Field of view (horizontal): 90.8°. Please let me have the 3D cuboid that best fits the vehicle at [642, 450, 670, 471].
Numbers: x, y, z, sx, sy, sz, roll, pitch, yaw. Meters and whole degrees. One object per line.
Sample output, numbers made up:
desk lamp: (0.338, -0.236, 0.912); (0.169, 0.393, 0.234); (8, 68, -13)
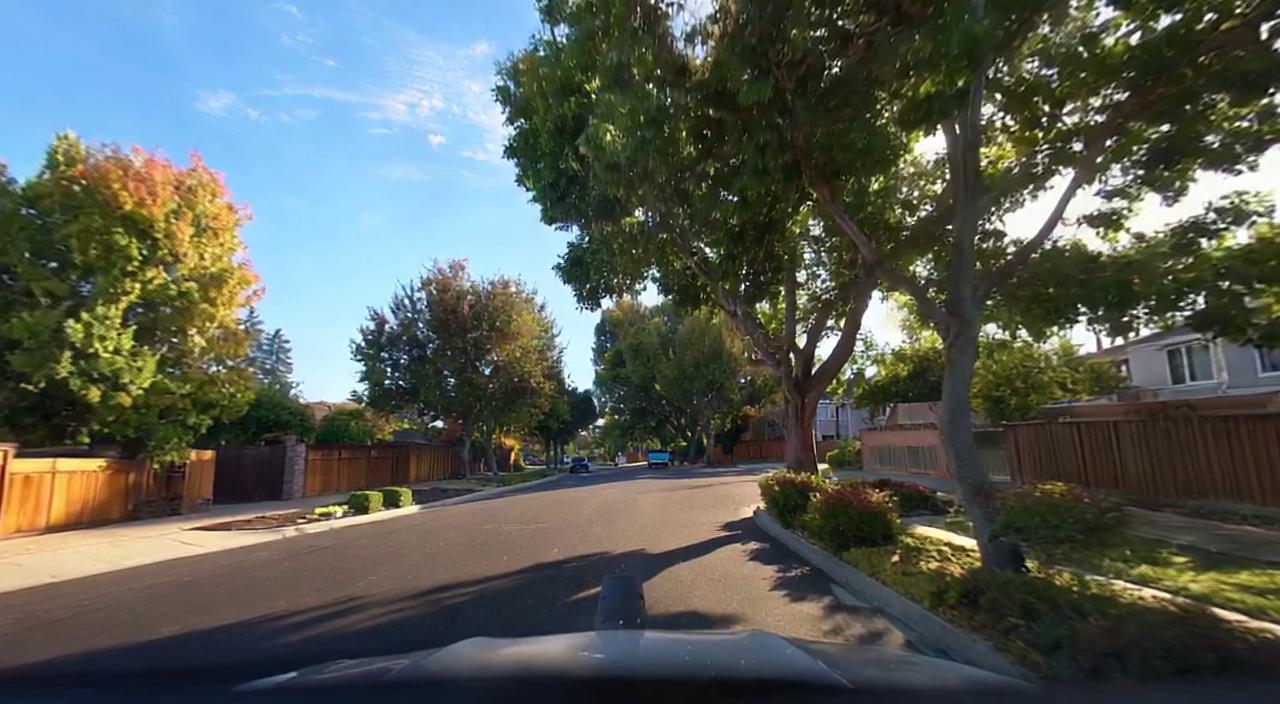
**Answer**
vehicle: (1.220, 8.315, 48.640); (2.064, 1.477, 3.968); (0, -9, 1)
